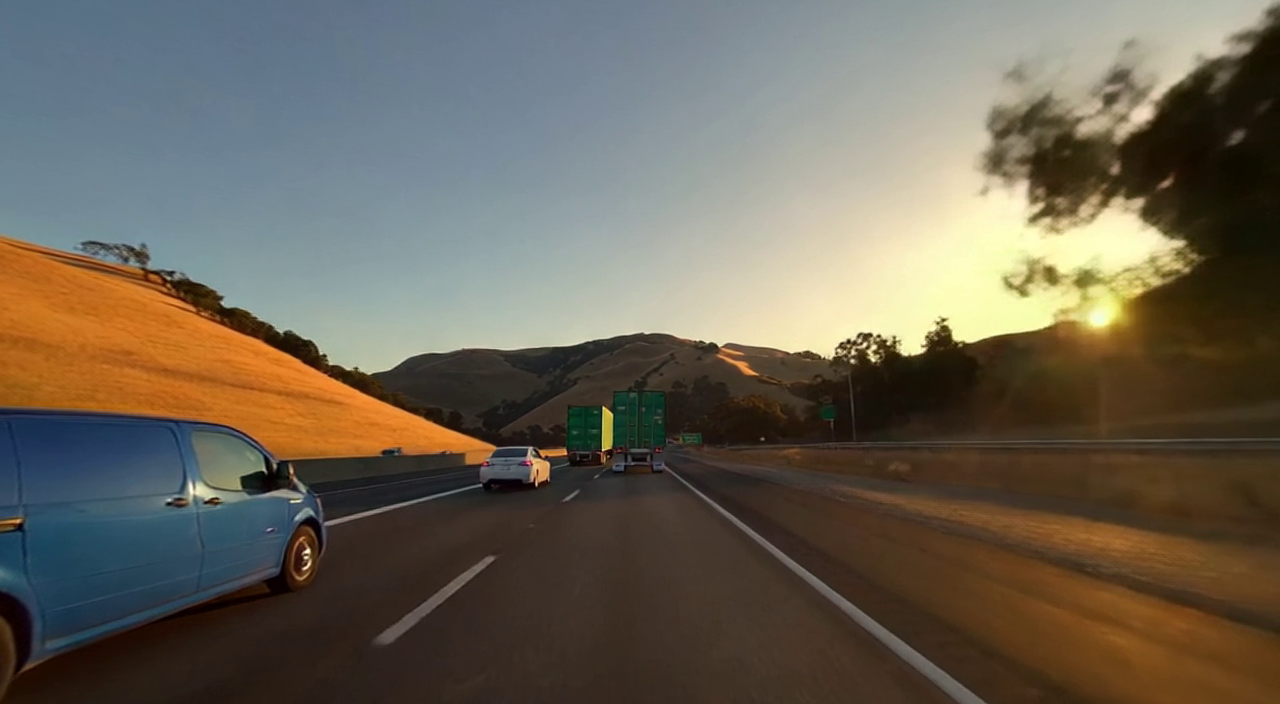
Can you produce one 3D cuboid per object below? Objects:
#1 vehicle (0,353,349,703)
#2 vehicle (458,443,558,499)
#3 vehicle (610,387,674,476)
[{"bbox_3d":[-4.159,1.068,4.130,2.136,1.779,4.875,0,-8,0],"label":"vehicle"},{"bbox_3d":[-3.708,3.405,18.541,1.950,1.446,4.224,0,-8,1],"label":"vehicle"},{"bbox_3d":[0.242,4.372,33.978,2.913,3.988,10.874,-1,-8,2],"label":"vehicle"}]
